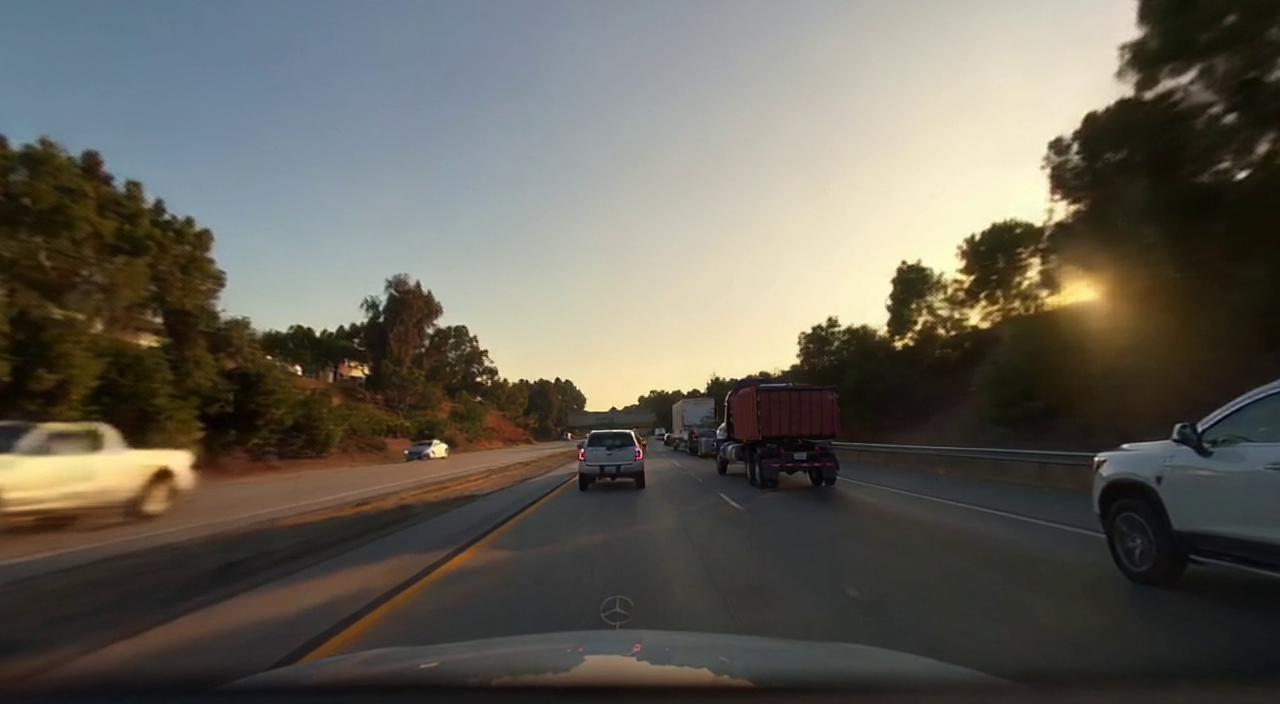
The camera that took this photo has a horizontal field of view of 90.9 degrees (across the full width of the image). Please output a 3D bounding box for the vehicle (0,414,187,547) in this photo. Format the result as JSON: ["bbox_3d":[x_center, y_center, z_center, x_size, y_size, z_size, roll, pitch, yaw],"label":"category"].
[{"bbox_3d":[-9.314,1.819,9.323,2.012,1.703,4.298,0,-8,0],"label":"vehicle"}]

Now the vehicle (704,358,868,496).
[{"bbox_3d":[3.624,2.184,18.132,2.723,3.027,8.478,0,-7,0],"label":"vehicle"}]

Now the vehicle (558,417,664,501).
[{"bbox_3d":[-0.589,2.364,14.437,2.082,1.638,4.055,0,-7,-1],"label":"vehicle"}]

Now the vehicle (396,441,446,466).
[{"bbox_3d":[-13.528,6.250,39.121,1.787,1.453,3.660,0,-7,0],"label":"vehicle"}]

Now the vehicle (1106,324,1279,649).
[{"bbox_3d":[4.789,0.707,3.060,2.011,1.905,3.905,0,-7,0],"label":"vehicle"}]
